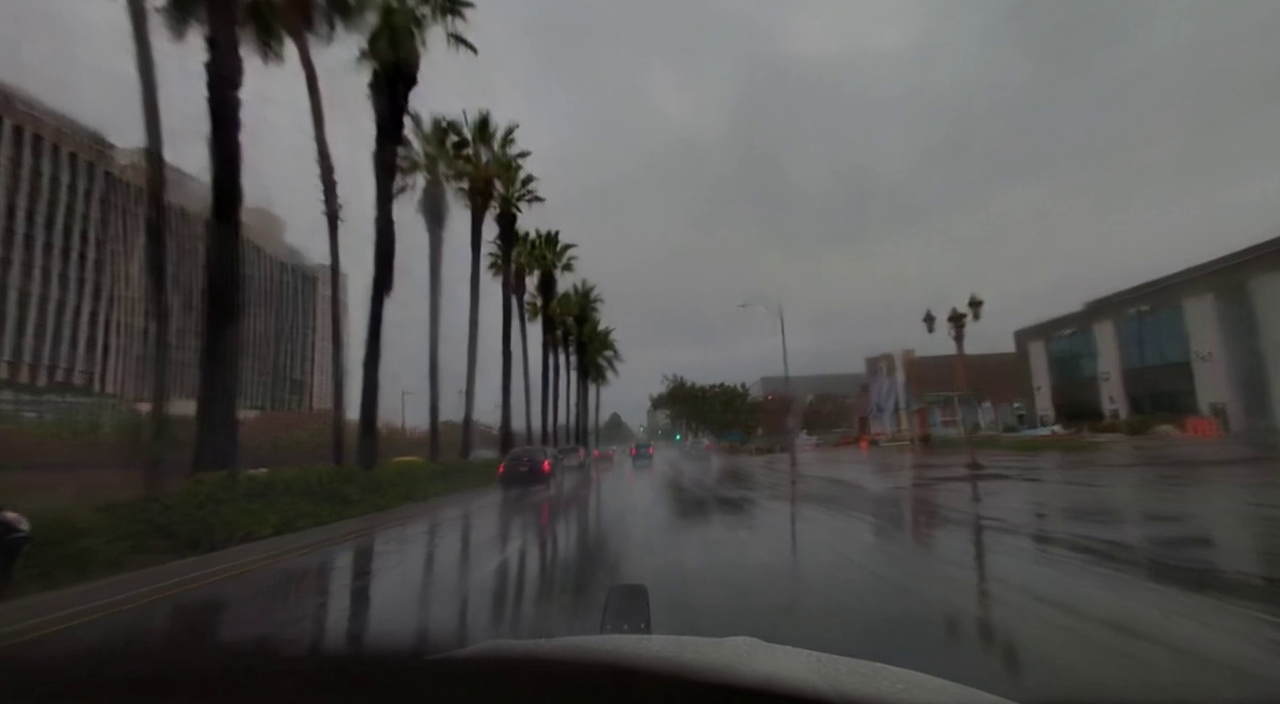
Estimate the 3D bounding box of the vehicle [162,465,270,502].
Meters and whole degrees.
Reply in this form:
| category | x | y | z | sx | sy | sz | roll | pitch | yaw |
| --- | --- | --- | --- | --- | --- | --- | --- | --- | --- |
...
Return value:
| category | x | y | z | sx | sy | sz | roll | pitch | yaw |
| --- | --- | --- | --- | --- | --- | --- | --- | --- | --- |
| vehicle | -20.365 | 6.293 | 30.588 | 1.853 | 1.455 | 4.781 | -1 | -8 | 1 |

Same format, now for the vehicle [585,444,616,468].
| category | x | y | z | sx | sy | sz | roll | pitch | yaw |
| --- | --- | --- | --- | --- | --- | --- | --- | --- | --- |
| vehicle | -2.933 | 7.827 | 47.764 | 2.168 | 1.719 | 4.283 | 0 | -8 | -1 |

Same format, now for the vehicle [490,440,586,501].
| category | x | y | z | sx | sy | sz | roll | pitch | yaw |
| --- | --- | --- | --- | --- | --- | --- | --- | --- | --- |
| vehicle | -2.761 | 3.315 | 18.091 | 1.908 | 1.505 | 4.369 | -1 | -8 | 2 |

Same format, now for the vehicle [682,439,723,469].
| category | x | y | z | sx | sy | sz | roll | pitch | yaw |
| --- | --- | --- | --- | --- | --- | --- | --- | --- | --- |
| vehicle | 3.939 | 6.489 | 40.468 | 2.108 | 1.785 | 4.334 | 0 | -8 | -1 |

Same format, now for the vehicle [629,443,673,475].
| category | x | y | z | sx | sy | sz | roll | pitch | yaw |
| --- | --- | --- | --- | --- | --- | --- | --- | --- | --- |
| vehicle | 0.541 | 5.472 | 32.497 | 2.147 | 1.507 | 3.953 | -1 | -8 | 0 |

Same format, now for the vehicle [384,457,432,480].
| category | x | y | z | sx | sy | sz | roll | pitch | yaw |
| --- | --- | --- | --- | --- | --- | --- | --- | --- | --- |
| vehicle | -17.154 | 8.623 | 46.895 | 1.870 | 1.511 | 4.358 | -1 | -8 | 1 |
